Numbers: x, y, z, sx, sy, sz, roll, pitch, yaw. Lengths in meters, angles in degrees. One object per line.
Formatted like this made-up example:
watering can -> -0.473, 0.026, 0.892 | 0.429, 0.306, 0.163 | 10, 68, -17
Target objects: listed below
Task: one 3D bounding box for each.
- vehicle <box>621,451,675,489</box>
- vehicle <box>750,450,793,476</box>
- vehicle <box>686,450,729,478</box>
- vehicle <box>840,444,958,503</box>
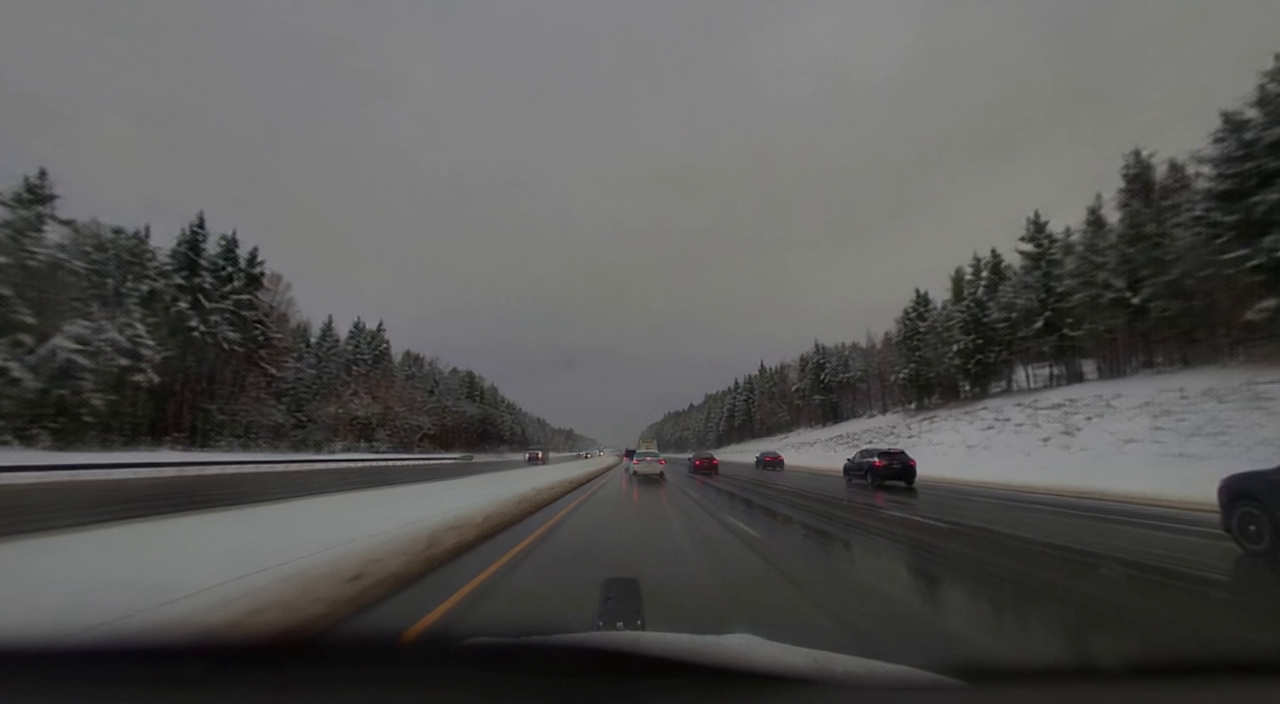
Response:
vehicle -> 0.295, 4.777, 25.781 | 2.020, 1.426, 3.702 | 0, -9, 0
vehicle -> 8.548, 7.220, 41.312 | 1.957, 1.594, 3.632 | 0, -9, -2
vehicle -> 3.909, 6.548, 36.956 | 1.981, 1.518, 4.029 | 0, -9, -1
vehicle -> 7.630, 3.595, 19.001 | 1.847, 1.554, 3.752 | 0, -9, -1
